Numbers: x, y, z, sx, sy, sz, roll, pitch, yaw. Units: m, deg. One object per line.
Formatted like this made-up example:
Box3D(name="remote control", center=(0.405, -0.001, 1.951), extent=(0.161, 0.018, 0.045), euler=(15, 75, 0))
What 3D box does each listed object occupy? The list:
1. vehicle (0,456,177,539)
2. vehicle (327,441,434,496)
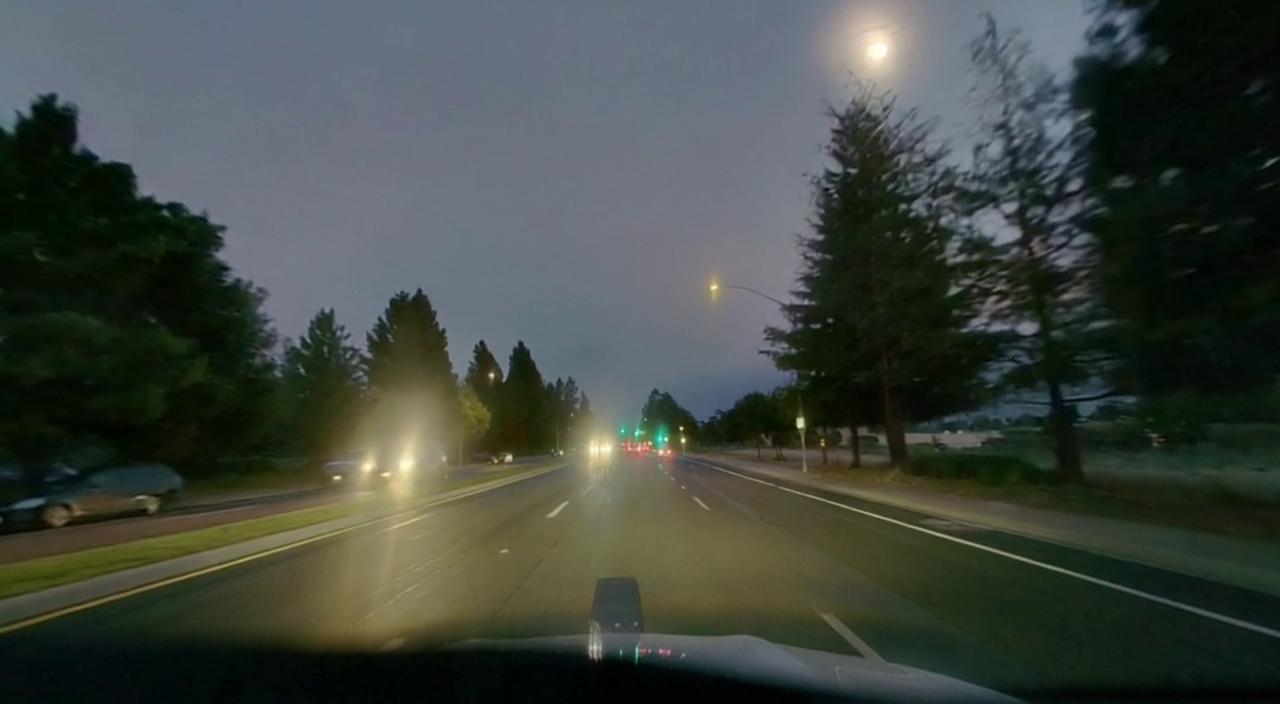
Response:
Box3D(name="vehicle", center=(-14.491, 3.644, 16.301), extent=(2.054, 1.630, 4.211), euler=(-4, -7, -3))
Box3D(name="vehicle", center=(-9.958, 4.491, 24.810), extent=(2.110, 1.811, 5.190), euler=(-2, -9, -1))
